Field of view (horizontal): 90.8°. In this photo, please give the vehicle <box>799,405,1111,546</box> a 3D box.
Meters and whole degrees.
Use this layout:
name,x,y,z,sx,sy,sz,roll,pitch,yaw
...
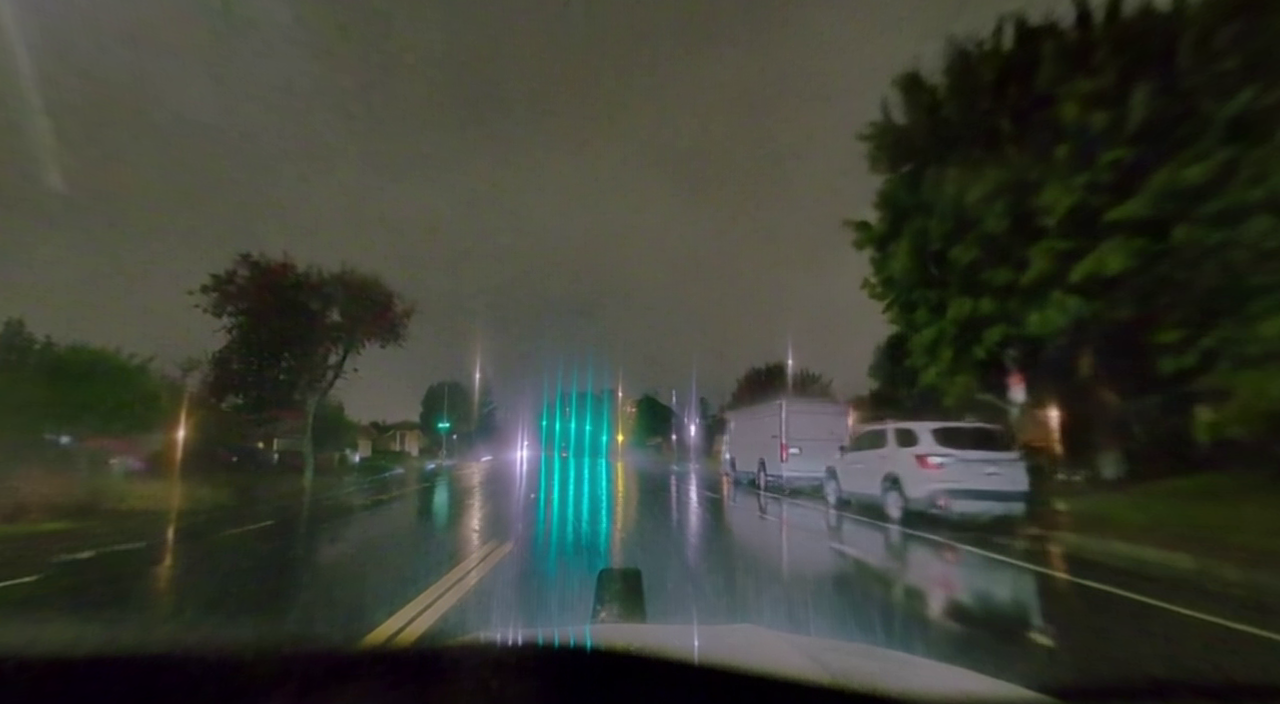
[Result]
name,x,y,z,sx,sy,sz,roll,pitch,yaw
vehicle,5.584,2.346,12.899,2.670,2.085,6.775,0,-8,-2

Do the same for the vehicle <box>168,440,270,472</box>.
name,x,y,z,sx,sy,sz,roll,pitch,yaw
vehicle,-27.069,6.683,40.772,4.975,1.847,2.096,1,-8,-14
